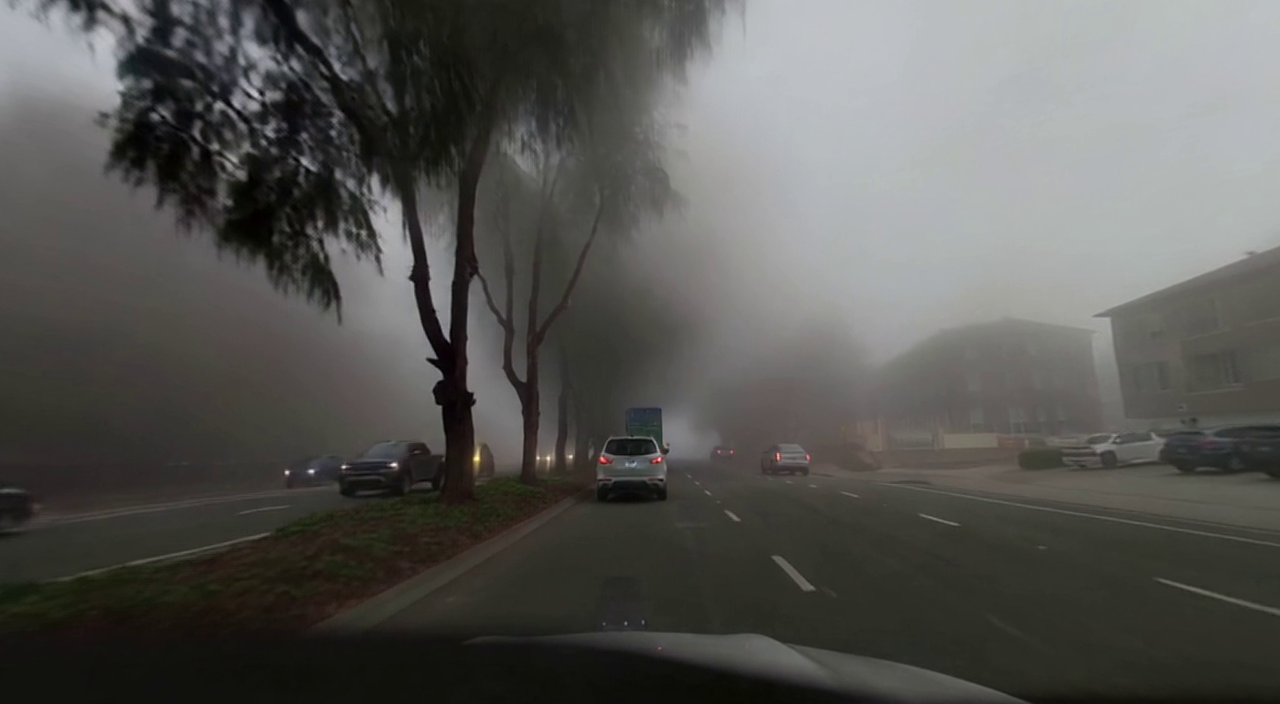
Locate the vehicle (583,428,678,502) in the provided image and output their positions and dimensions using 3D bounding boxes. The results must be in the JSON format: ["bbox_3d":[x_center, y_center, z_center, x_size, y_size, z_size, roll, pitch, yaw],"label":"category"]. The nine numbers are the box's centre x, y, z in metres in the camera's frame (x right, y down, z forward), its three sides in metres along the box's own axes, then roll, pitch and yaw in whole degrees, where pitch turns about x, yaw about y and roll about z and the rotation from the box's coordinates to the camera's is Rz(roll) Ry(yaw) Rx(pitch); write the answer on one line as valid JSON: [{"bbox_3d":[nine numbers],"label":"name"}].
[{"bbox_3d":[-0.156,3.149,17.980,2.332,1.798,4.546,0,-8,2],"label":"vehicle"}]

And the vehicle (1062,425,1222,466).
[{"bbox_3d":[19.317,3.631,24.427,4.474,1.524,1.893,-1,-9,3],"label":"vehicle"}]

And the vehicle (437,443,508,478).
[{"bbox_3d":[-9.891,6.454,37.891,2.238,1.906,6.264,-1,-8,3],"label":"vehicle"}]

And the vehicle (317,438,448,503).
[{"bbox_3d":[-7.860,3.629,19.848,2.119,1.778,4.760,0,-9,0],"label":"vehicle"}]

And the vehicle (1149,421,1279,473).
[{"bbox_3d":[18.587,2.897,19.223,4.292,1.496,1.984,0,-9,1],"label":"vehicle"}]

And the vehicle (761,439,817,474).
[{"bbox_3d":[7.677,5.419,32.901,1.971,1.722,4.341,0,-9,1],"label":"vehicle"}]
